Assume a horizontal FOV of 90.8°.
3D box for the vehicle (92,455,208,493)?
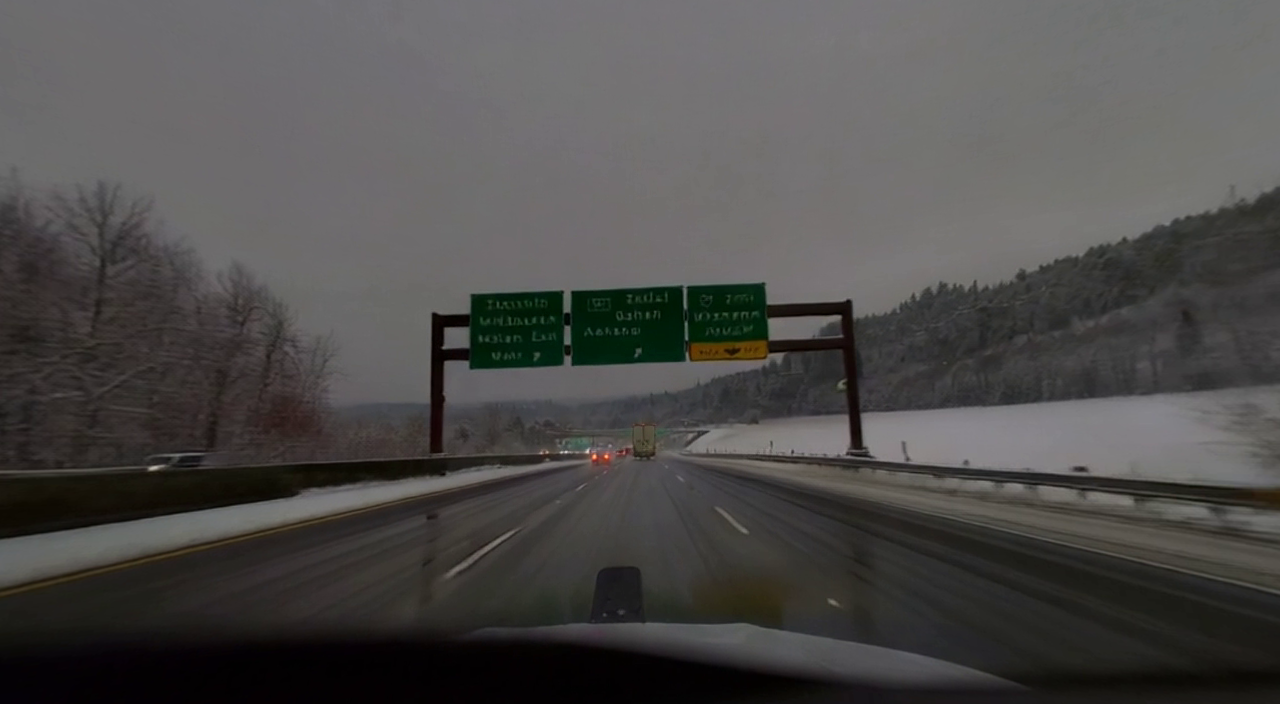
[{"bbox_3d":[-27.000,6.710,35.024,2.092,1.902,4.764,-2,-9,11],"label":"vehicle"}]
